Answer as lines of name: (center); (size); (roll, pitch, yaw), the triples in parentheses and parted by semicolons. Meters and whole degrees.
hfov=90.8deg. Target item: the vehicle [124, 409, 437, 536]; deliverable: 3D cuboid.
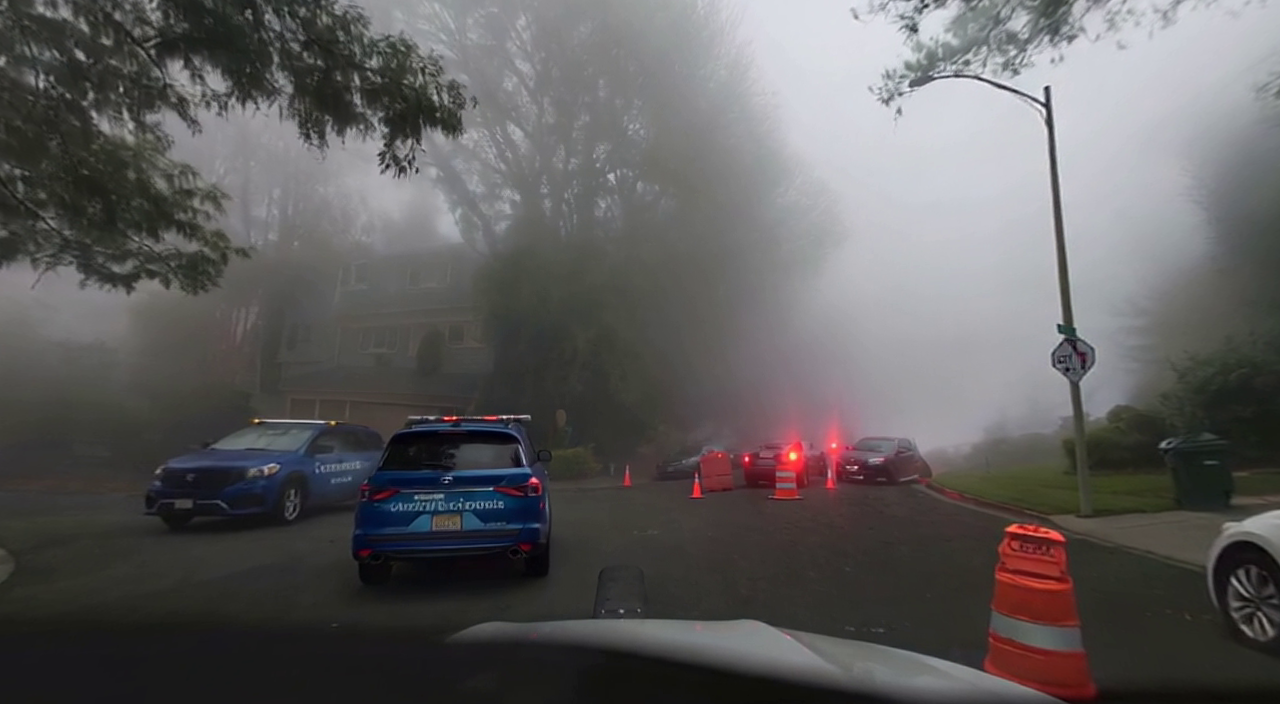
vehicle: (-6.423, 2.215, 12.256); (2.471, 1.892, 4.952); (-2, -9, 13)

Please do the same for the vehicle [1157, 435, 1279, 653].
vehicle: (5.071, 1.136, 3.083); (1.808, 1.490, 4.711); (-2, -9, 11)

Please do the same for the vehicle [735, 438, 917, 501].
vehicle: (5.346, 3.317, 18.320); (4.656, 1.577, 2.099); (2, -8, -19)

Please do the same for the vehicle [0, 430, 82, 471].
vehicle: (-30.377, 4.804, 30.945); (1.908, 1.898, 4.120); (-2, -9, 11)

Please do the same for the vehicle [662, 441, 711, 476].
vehicle: (2.534, 5.605, 33.530); (2.014, 1.742, 4.297); (-2, -9, 12)

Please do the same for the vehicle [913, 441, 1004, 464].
vehicle: (21.552, 6.833, 42.930); (5.066, 1.534, 1.905); (-1, -9, 8)

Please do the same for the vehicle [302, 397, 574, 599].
vehicle: (-2.288, 1.611, 7.854); (2.350, 1.748, 4.094); (2, -9, -14)
